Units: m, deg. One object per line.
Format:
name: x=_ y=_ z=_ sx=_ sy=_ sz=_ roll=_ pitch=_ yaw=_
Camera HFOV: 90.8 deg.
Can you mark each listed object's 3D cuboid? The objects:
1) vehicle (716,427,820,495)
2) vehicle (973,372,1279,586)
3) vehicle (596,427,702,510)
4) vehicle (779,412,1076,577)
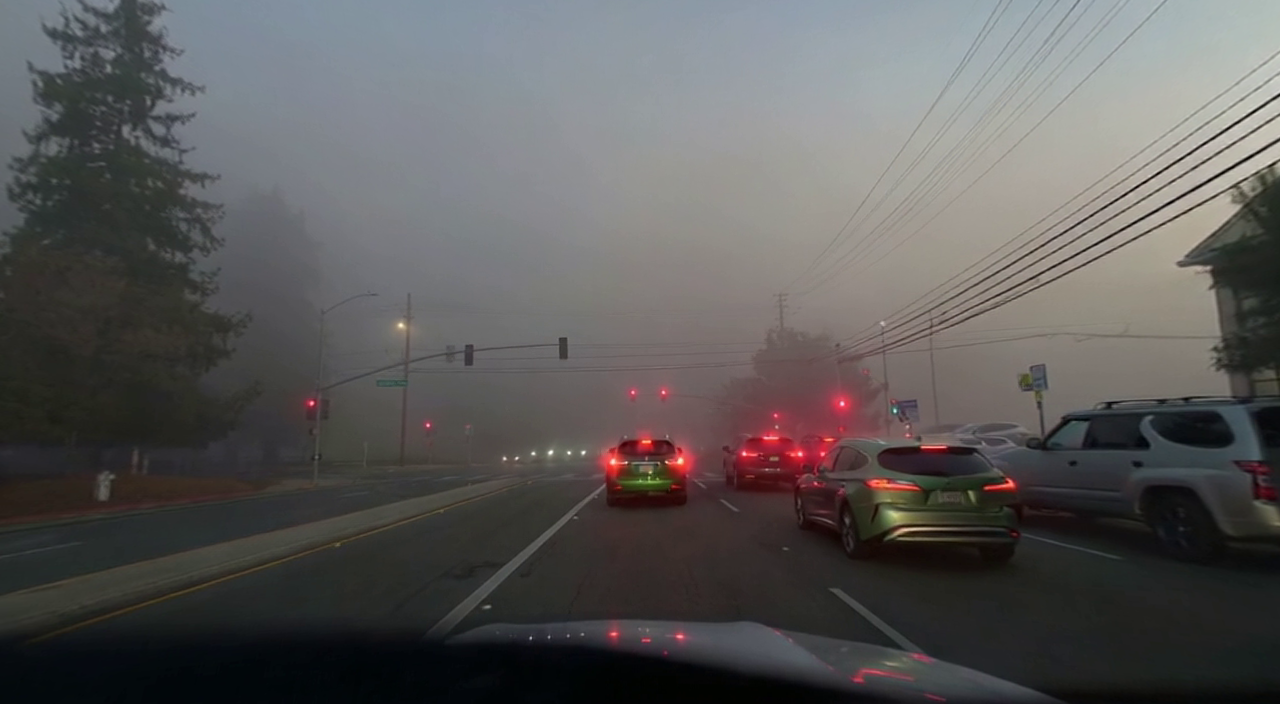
vehicle: x=3.696 y=3.240 z=19.178 sx=2.060 sy=1.789 sz=4.712 roll=0 pitch=-9 yaw=-1
vehicle: x=6.675 y=1.499 z=8.204 sx=2.080 sy=1.958 sz=4.653 roll=0 pitch=-9 yaw=-1
vehicle: x=0.180 y=2.665 z=14.852 sx=2.149 sy=1.668 sz=3.962 roll=0 pitch=-9 yaw=0
vehicle: x=3.322 y=1.736 z=8.457 sx=1.998 sy=1.620 sz=4.267 roll=0 pitch=-9 yaw=1
